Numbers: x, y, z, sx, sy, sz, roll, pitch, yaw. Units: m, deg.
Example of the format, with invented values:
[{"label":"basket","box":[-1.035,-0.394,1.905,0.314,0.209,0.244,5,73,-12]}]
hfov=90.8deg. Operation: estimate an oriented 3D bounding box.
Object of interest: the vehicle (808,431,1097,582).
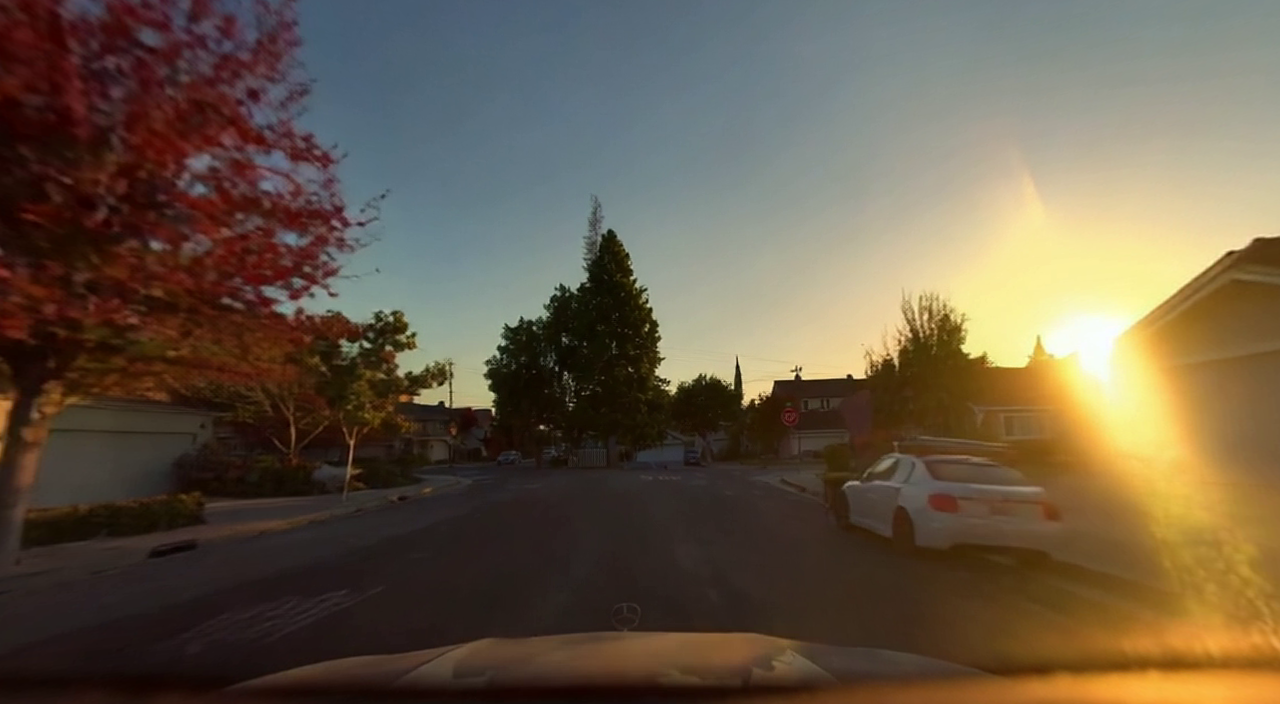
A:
[{"label":"vehicle","box":[3.771,1.906,8.602,1.975,1.528,4.000,0,-9,2]}]
